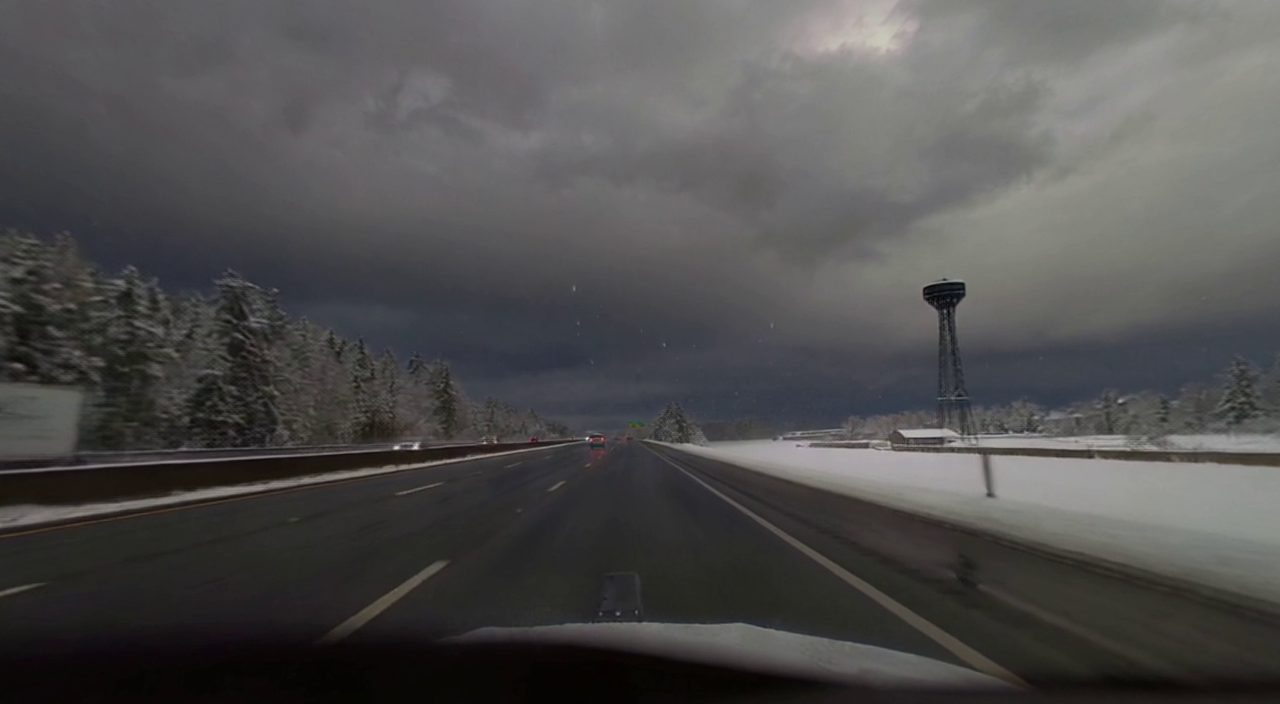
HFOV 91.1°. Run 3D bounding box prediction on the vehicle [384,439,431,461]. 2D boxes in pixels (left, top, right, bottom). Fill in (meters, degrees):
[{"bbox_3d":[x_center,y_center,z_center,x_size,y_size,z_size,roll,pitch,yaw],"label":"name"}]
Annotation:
[{"bbox_3d":[-16.875,7.118,45.807,1.906,1.533,4.183,0,-8,-1],"label":"vehicle"}]
